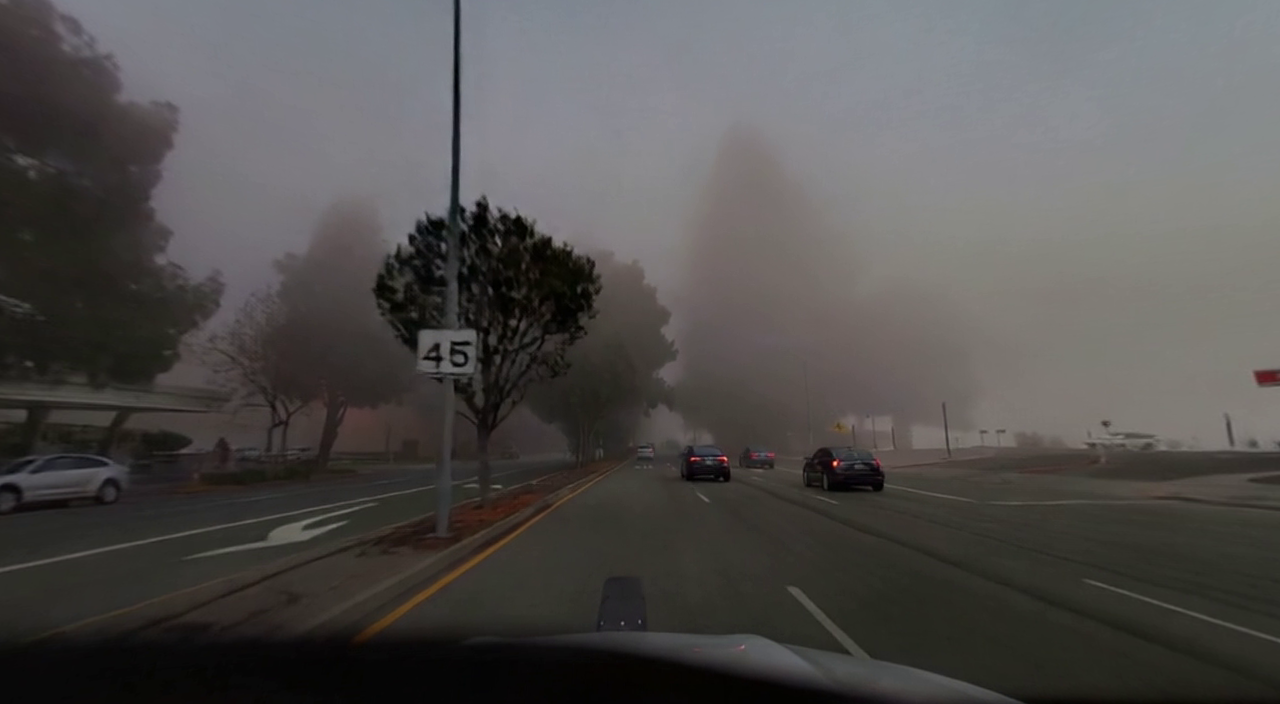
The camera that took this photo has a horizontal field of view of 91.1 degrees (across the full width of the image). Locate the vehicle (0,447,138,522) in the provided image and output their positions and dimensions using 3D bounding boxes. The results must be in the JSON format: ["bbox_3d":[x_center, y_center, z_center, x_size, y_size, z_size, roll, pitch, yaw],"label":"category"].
[{"bbox_3d":[-15.782,3.270,15.894,2.006,1.714,4.829,0,-8,2],"label":"vehicle"}]

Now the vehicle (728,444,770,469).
[{"bbox_3d":[7.009,6.725,40.691,1.930,1.479,4.477,0,-8,0],"label":"vehicle"}]

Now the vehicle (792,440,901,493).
[{"bbox_3d":[6.399,3.582,20.053,1.918,1.484,4.456,0,-8,-1],"label":"vehicle"}]

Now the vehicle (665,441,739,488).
[{"bbox_3d":[2.091,3.962,22.517,1.971,1.479,4.493,0,-8,-3],"label":"vehicle"}]
